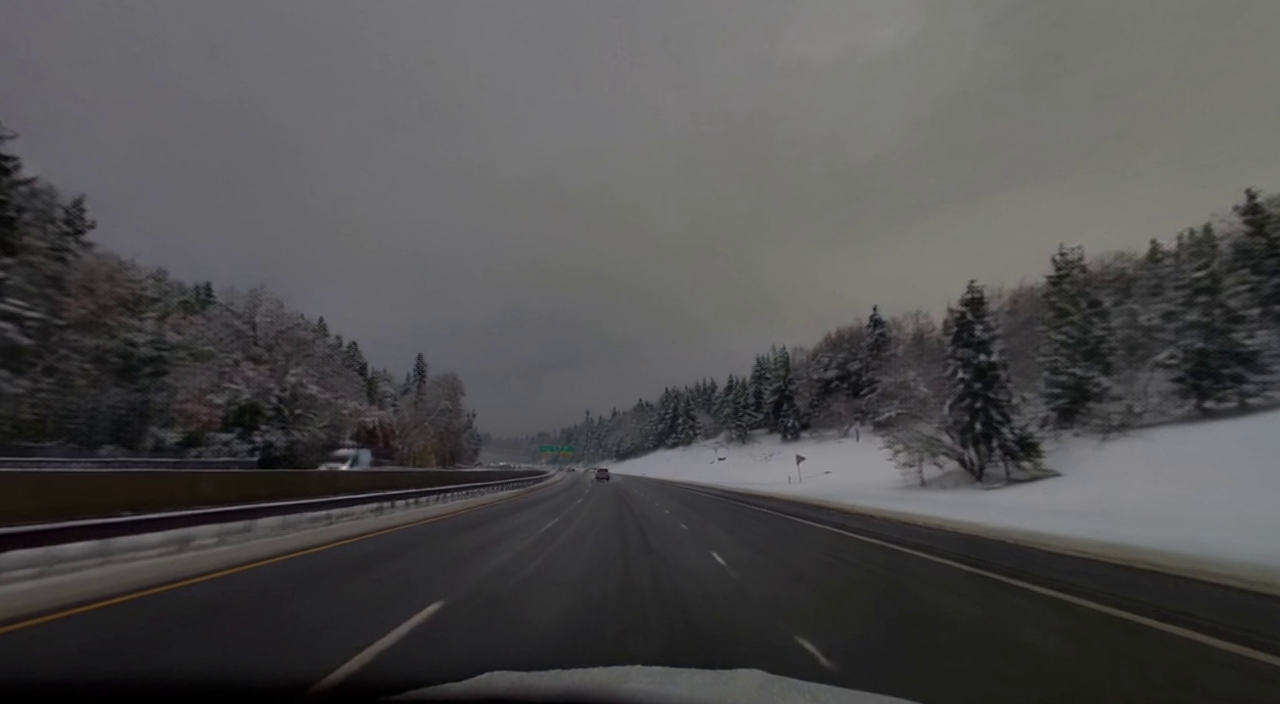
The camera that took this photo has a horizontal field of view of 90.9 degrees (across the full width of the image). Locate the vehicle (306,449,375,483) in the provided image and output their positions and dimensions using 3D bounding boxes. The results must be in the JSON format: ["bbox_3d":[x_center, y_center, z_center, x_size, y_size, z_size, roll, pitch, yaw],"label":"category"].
[{"bbox_3d":[-18.165,6.975,38.453,2.018,1.931,4.588,1,-11,-2],"label":"vehicle"}]
